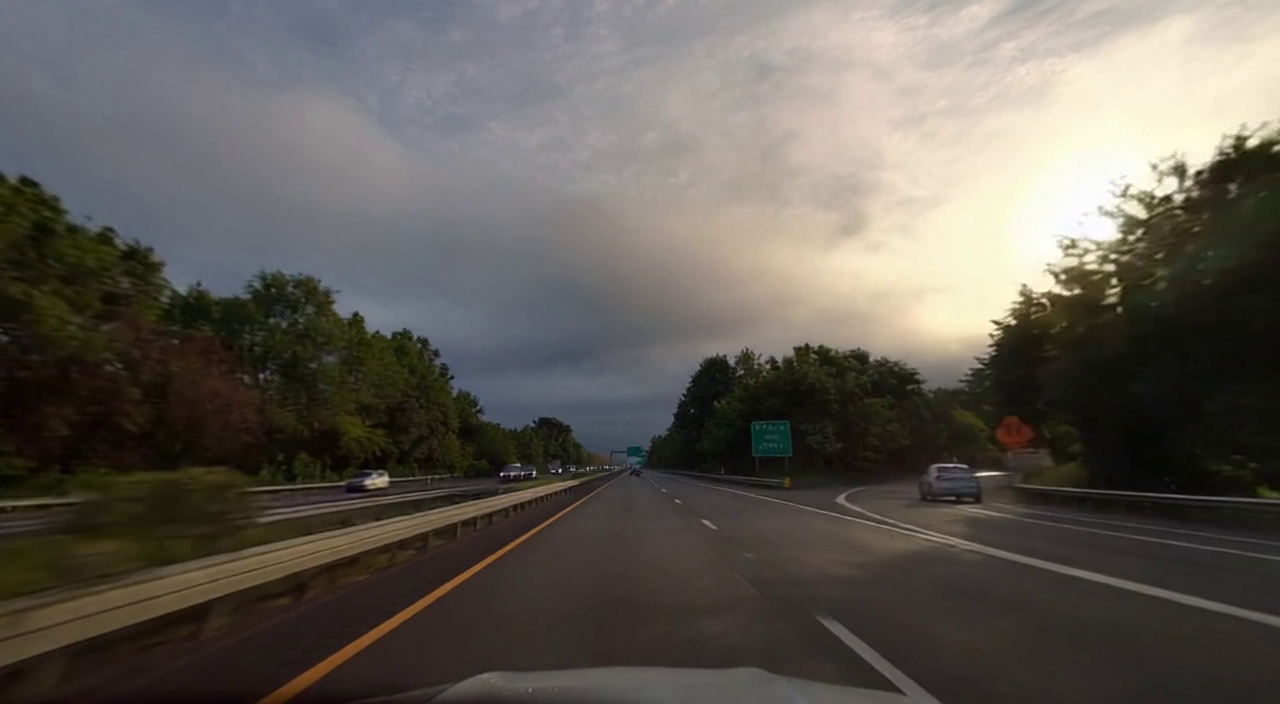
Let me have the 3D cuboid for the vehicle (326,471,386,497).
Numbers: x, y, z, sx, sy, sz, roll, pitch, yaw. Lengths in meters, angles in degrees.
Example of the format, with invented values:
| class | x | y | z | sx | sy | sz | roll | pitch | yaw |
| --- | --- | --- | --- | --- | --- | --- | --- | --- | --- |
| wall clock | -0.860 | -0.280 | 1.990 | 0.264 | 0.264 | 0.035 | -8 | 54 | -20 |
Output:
| class | x | y | z | sx | sy | sz | roll | pitch | yaw |
| --- | --- | --- | --- | --- | --- | --- | --- | --- | --- |
| vehicle | -17.290 | 8.046 | 38.571 | 1.788 | 1.493 | 3.815 | 0 | -10 | 1 |

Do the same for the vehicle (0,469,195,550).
| class | x | y | z | sx | sy | sz | roll | pitch | yaw |
| --- | --- | --- | --- | --- | --- | --- | --- | --- | --- |
| vehicle | -12.832 | 3.450 | 14.397 | 1.956 | 1.478 | 4.565 | 1 | -10 | 0 |

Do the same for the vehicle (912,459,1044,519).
| class | x | y | z | sx | sy | sz | roll | pitch | yaw |
| --- | --- | --- | --- | --- | --- | --- | --- | --- | --- |
| vehicle | 10.054 | 4.102 | 19.218 | 1.951 | 1.566 | 4.616 | -1 | -11 | 7 |
